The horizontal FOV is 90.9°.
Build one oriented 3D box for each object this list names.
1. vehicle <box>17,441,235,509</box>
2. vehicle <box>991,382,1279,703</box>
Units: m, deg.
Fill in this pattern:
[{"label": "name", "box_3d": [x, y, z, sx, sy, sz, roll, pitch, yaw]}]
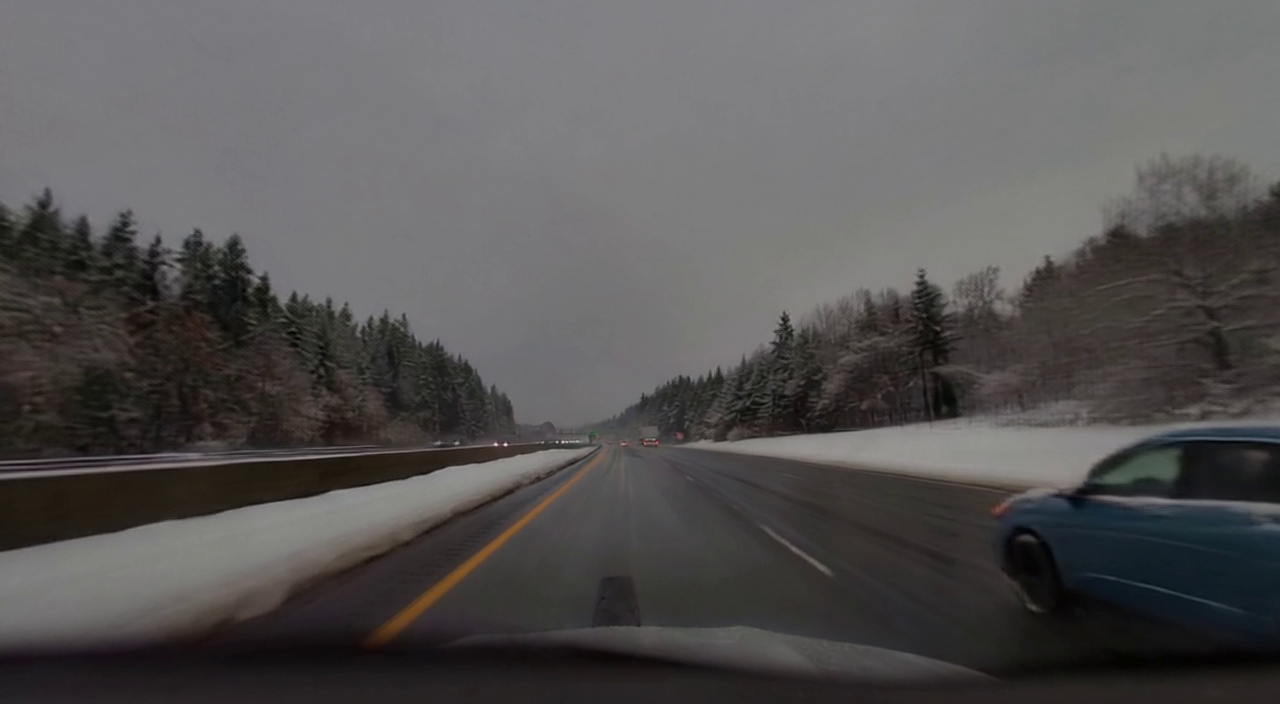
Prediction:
[{"label": "vehicle", "box_3d": [-12.899, 3.056, 16.309, 1.905, 1.464, 4.510, 0, -8, -1]}, {"label": "vehicle", "box_3d": [3.716, 0.898, 2.675, 1.958, 1.526, 4.227, 0, -8, -1]}]
